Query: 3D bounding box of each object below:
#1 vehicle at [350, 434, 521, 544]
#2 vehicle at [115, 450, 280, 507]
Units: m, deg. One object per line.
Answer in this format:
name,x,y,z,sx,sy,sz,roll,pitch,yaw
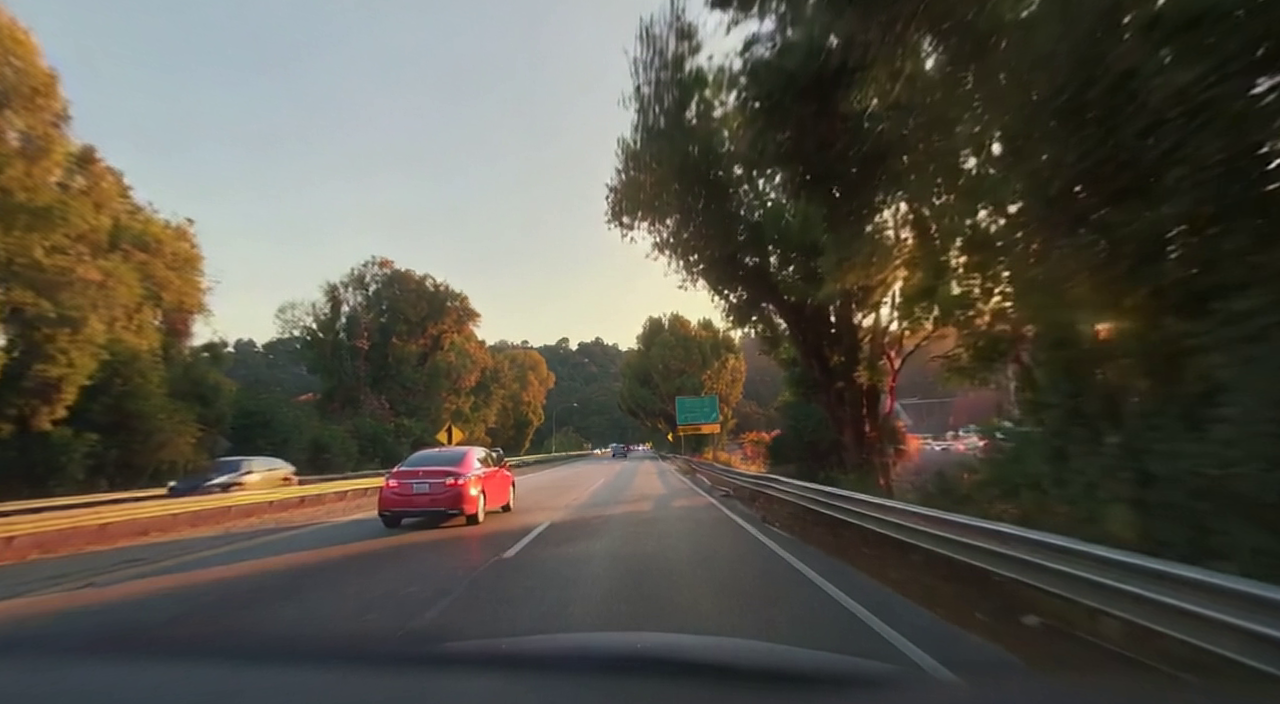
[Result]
vehicle,-3.238,2.221,10.750,1.675,1.537,3.574,0,-9,1
vehicle,-15.305,4.349,22.269,2.122,1.763,4.903,-1,-9,2
